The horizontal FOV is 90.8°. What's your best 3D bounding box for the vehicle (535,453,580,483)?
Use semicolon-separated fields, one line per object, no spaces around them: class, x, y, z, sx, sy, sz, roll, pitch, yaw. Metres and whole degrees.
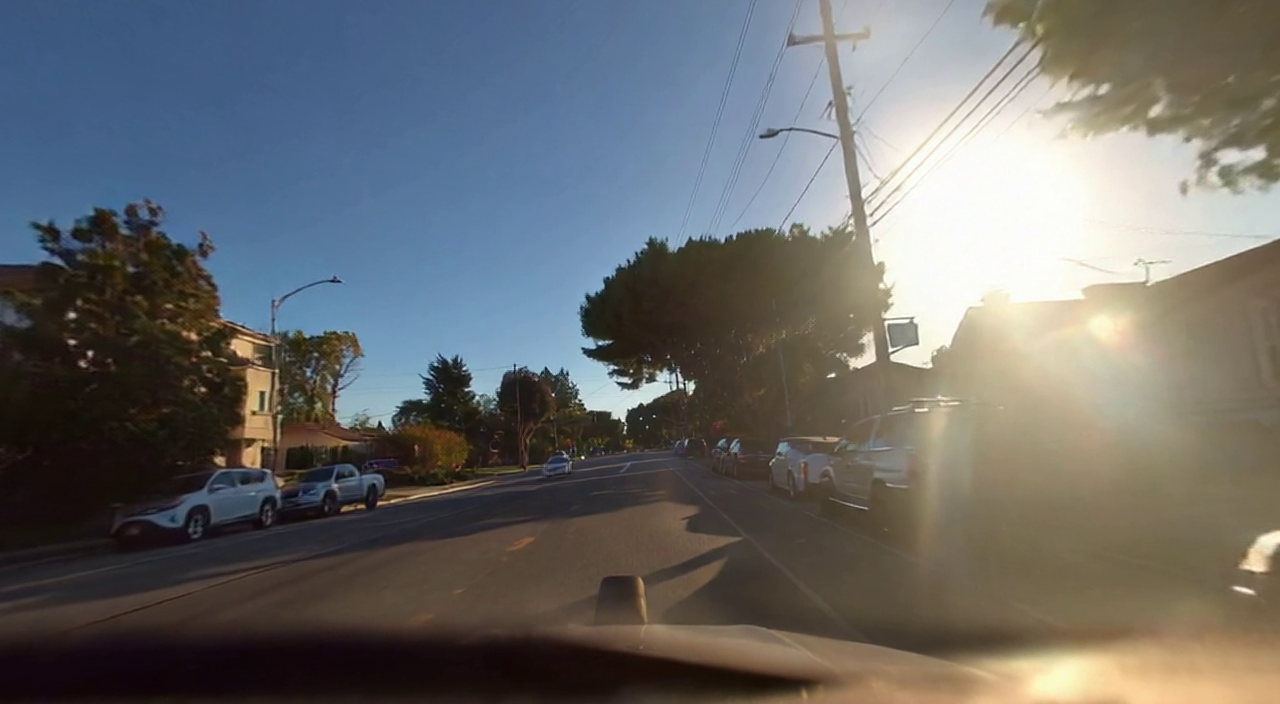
vehicle;-5.014;7.083;38.876;1.948;1.502;4.434;-5;-9;1

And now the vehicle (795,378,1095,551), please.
vehicle;4.492;1.804;10.741;2.330;2.160;5.550;0;-8;0

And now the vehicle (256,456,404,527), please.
vehicle;-10.634;4.782;22.375;2.282;2.060;5.738;0;-8;0

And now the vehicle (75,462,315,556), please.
vehicle;-10.966;3.845;16.309;2.089;1.837;5.499;0;-8;1

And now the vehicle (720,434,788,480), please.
vehicle;4.764;4.471;27.151;1.980;1.773;4.853;0;-8;-1

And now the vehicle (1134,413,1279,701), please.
vehicle;4.262;0.824;1.635;1.927;1.483;5.100;0;-8;1
